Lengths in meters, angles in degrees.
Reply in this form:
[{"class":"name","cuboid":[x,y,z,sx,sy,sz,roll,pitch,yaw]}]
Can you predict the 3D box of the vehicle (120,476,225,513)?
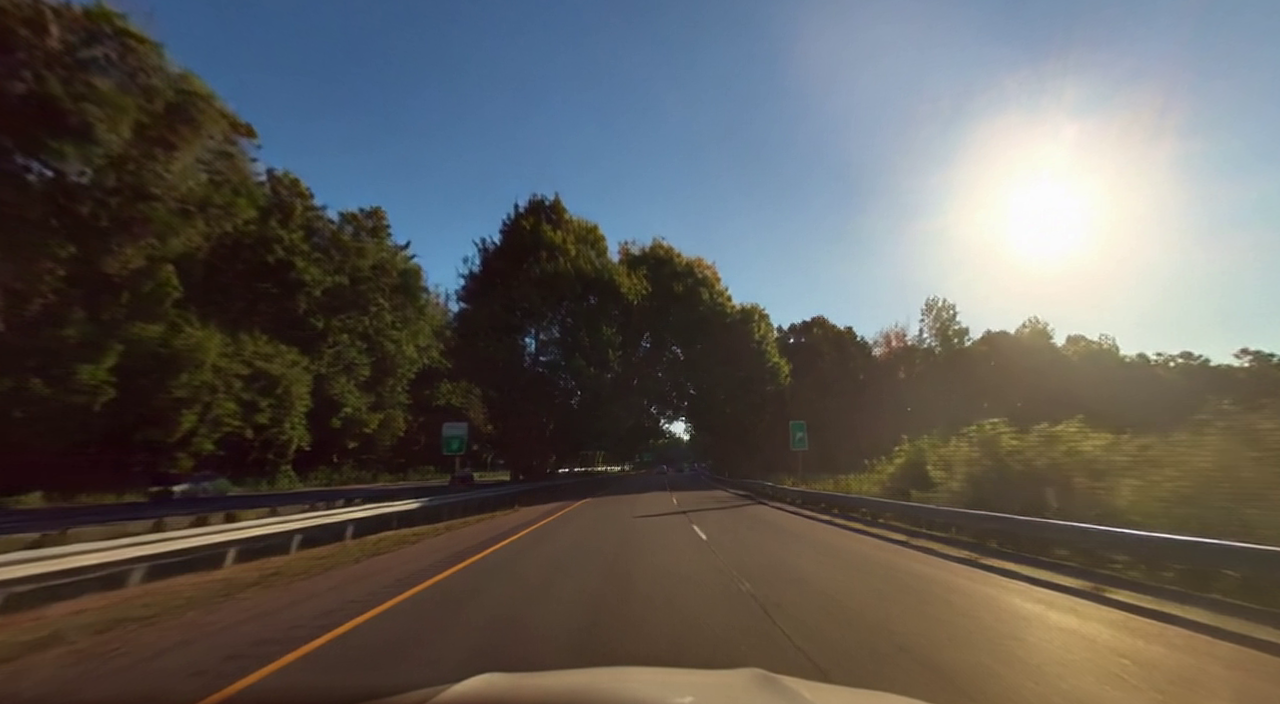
[{"class":"vehicle","cuboid":[-20.962,6.386,28.359,1.694,1.432,3.833,1,-11,1]}]
